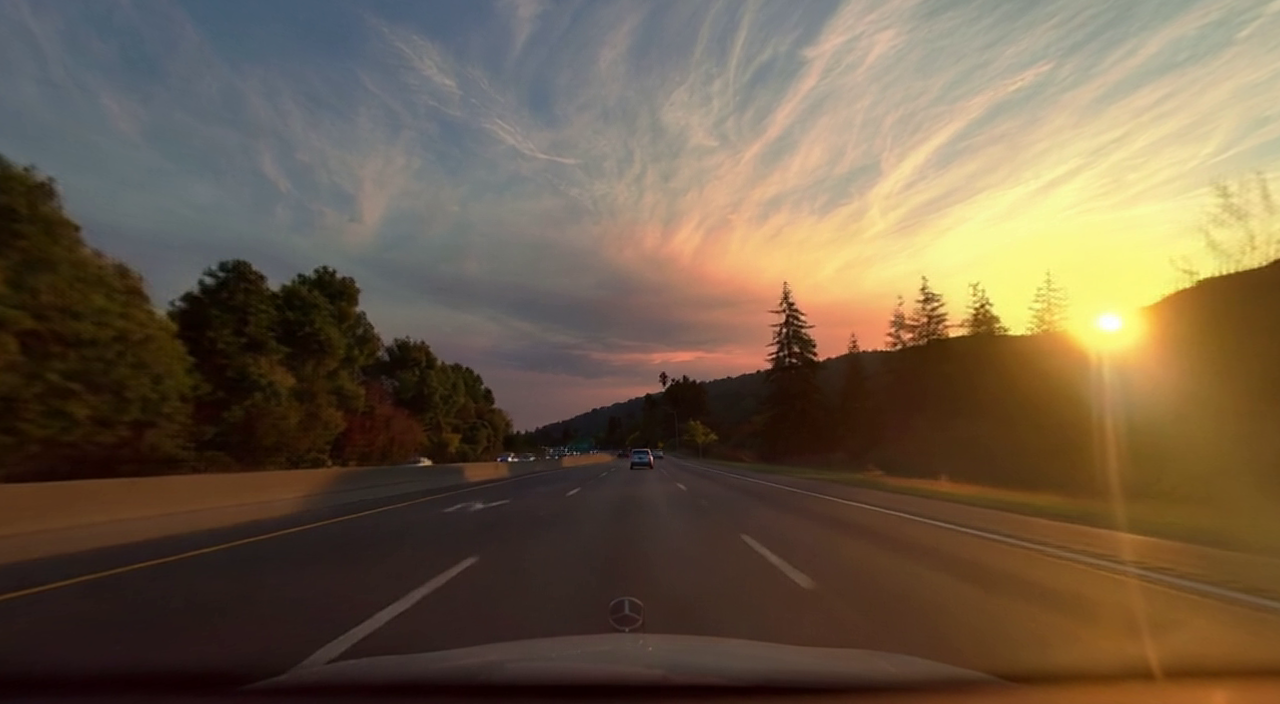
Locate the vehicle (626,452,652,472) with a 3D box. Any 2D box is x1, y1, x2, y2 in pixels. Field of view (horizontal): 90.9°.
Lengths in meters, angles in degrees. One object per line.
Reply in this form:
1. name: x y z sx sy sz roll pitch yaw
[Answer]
1. vehicle: -0.099 8.506 48.945 1.964 1.483 4.016 0 -9 -1
